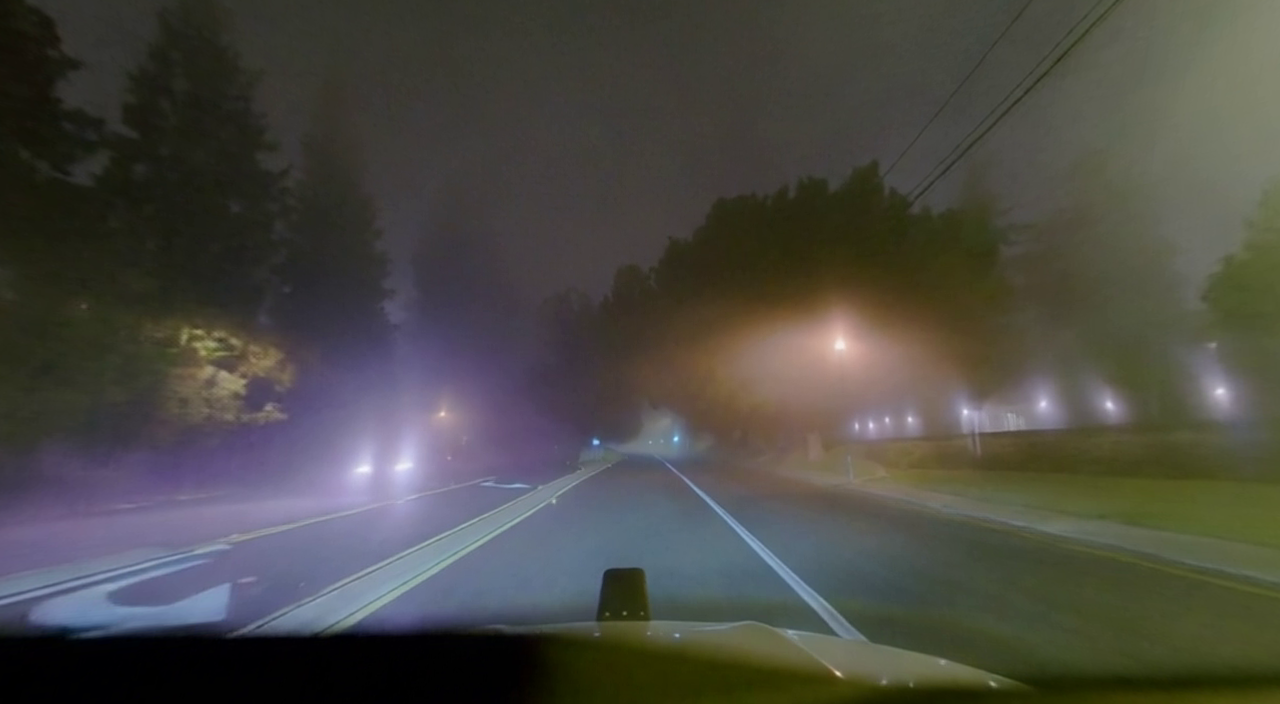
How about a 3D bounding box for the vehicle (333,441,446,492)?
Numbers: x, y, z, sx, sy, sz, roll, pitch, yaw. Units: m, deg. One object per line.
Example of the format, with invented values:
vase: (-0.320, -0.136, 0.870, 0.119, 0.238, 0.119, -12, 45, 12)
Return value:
vehicle: (-8.415, 3.856, 21.663, 2.044, 1.548, 4.284, 0, -8, 1)
